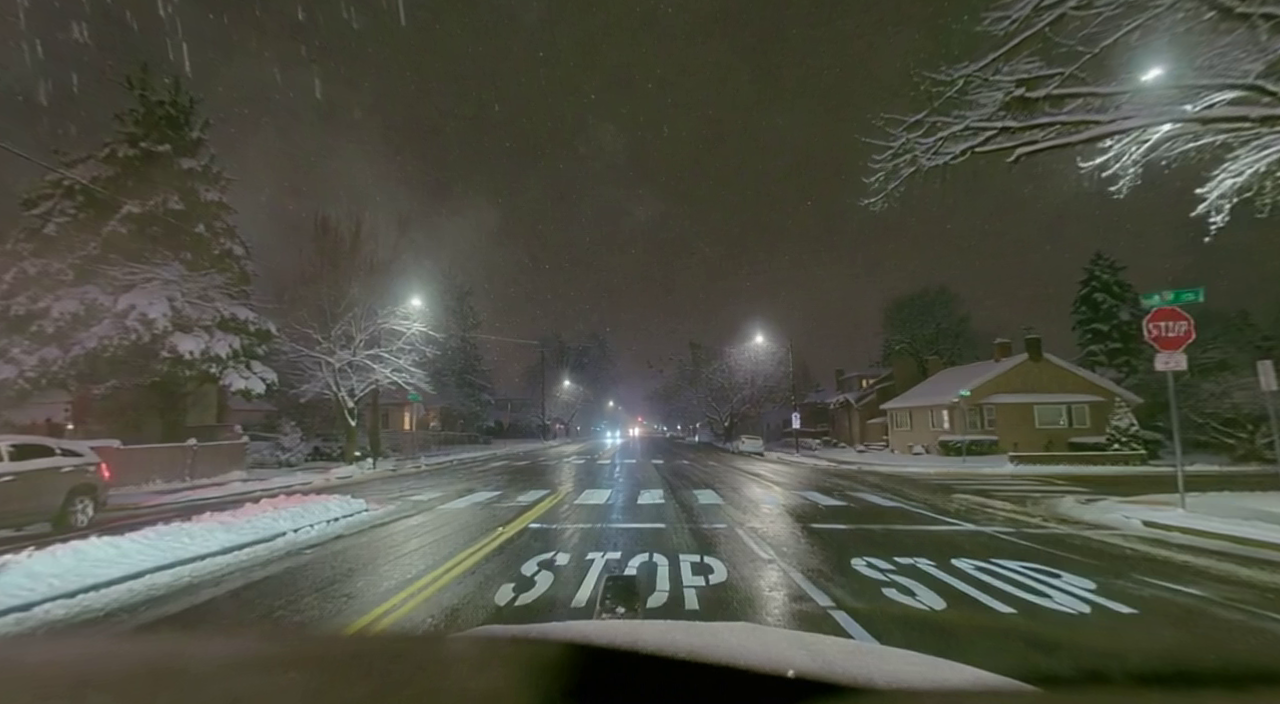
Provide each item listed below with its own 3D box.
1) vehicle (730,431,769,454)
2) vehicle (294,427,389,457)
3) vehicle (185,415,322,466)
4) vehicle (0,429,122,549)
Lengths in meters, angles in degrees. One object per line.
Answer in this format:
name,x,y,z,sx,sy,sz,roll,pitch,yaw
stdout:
vehicle,7.917,6.643,46.149,2.029,1.554,4.705,0,-9,1
vehicle,-18.037,5.497,38.371,4.743,1.734,1.994,0,-9,0
vehicle,-17.993,4.172,29.643,4.800,2.259,2.303,0,-9,-1
vehicle,-11.191,2.212,10.066,2.078,1.843,4.615,-1,-6,-2
